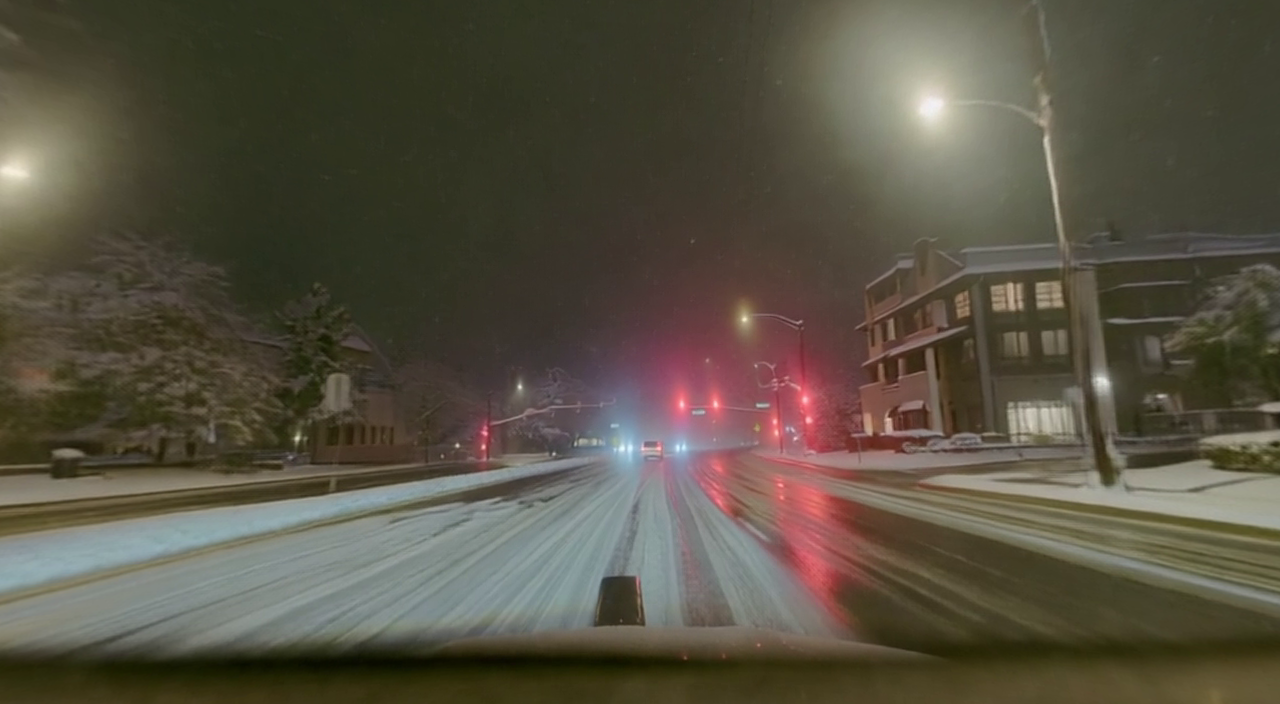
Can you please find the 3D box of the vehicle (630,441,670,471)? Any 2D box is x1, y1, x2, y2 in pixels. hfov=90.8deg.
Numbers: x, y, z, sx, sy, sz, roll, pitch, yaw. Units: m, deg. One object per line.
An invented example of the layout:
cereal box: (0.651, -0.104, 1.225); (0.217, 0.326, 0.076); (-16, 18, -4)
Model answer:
vehicle: (0.607, 5.861, 35.676); (2.037, 1.568, 3.693); (-1, -9, 4)
